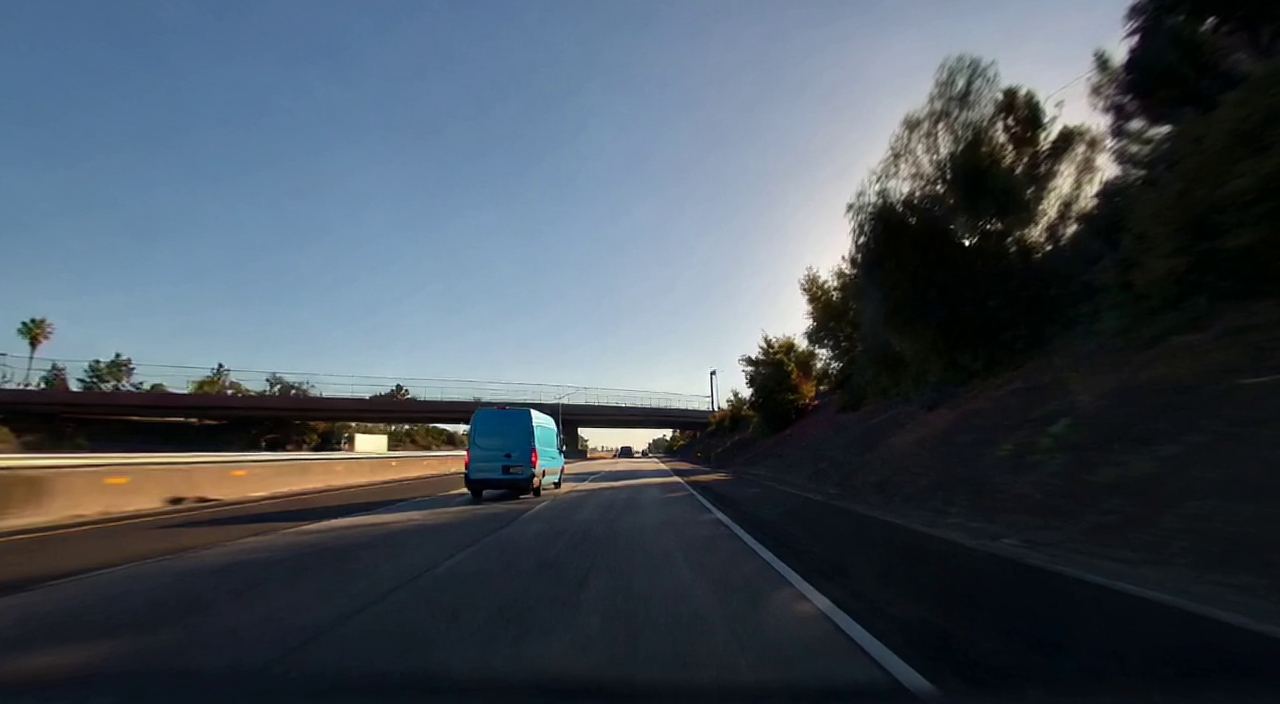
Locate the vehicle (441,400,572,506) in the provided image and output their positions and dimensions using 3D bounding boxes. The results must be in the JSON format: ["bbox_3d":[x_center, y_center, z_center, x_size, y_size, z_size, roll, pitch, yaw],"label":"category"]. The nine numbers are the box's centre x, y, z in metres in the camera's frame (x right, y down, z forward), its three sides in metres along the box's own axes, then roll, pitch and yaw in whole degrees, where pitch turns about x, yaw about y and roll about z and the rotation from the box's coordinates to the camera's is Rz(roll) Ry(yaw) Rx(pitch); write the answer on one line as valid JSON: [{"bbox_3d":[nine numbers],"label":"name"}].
[{"bbox_3d":[-3.562,2.915,18.377,2.437,2.565,5.829,0,-9,1],"label":"vehicle"}]
